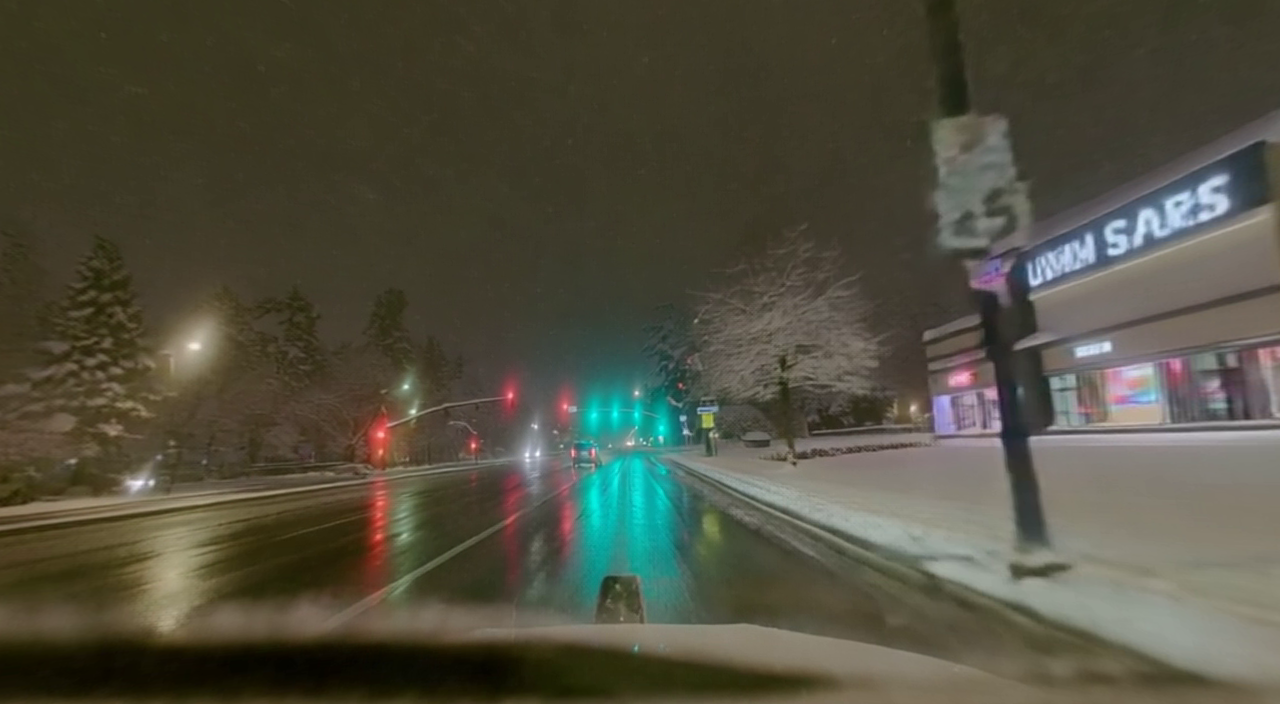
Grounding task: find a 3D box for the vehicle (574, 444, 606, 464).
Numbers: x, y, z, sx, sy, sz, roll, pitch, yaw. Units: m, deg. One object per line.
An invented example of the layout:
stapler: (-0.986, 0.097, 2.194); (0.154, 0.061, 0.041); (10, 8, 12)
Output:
vehicle: (-3.813, 7.874, 48.885); (2.054, 1.449, 4.772); (0, -8, 1)
